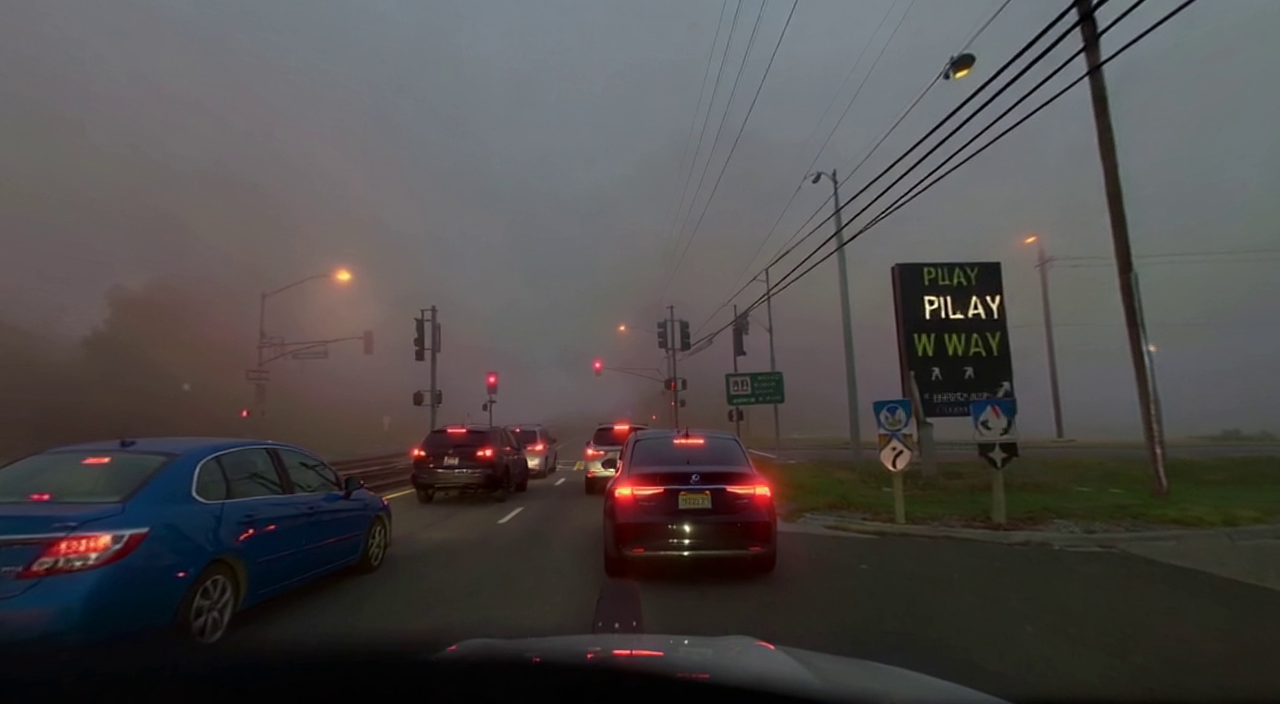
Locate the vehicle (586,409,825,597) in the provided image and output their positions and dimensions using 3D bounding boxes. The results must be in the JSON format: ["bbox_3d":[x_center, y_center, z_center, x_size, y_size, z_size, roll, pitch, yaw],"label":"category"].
[{"bbox_3d":[0.432,1.549,7.297,1.998,1.529,3.960,1,-8,-3],"label":"vehicle"}]

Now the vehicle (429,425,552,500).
[{"bbox_3d":[-3.317,2.552,14.871,1.984,1.505,4.047,0,-8,-1],"label":"vehicle"}]

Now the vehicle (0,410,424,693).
[{"bbox_3d":[-3.691,1.383,5.653,1.956,1.468,4.585,0,-8,-1],"label":"vehicle"}]
